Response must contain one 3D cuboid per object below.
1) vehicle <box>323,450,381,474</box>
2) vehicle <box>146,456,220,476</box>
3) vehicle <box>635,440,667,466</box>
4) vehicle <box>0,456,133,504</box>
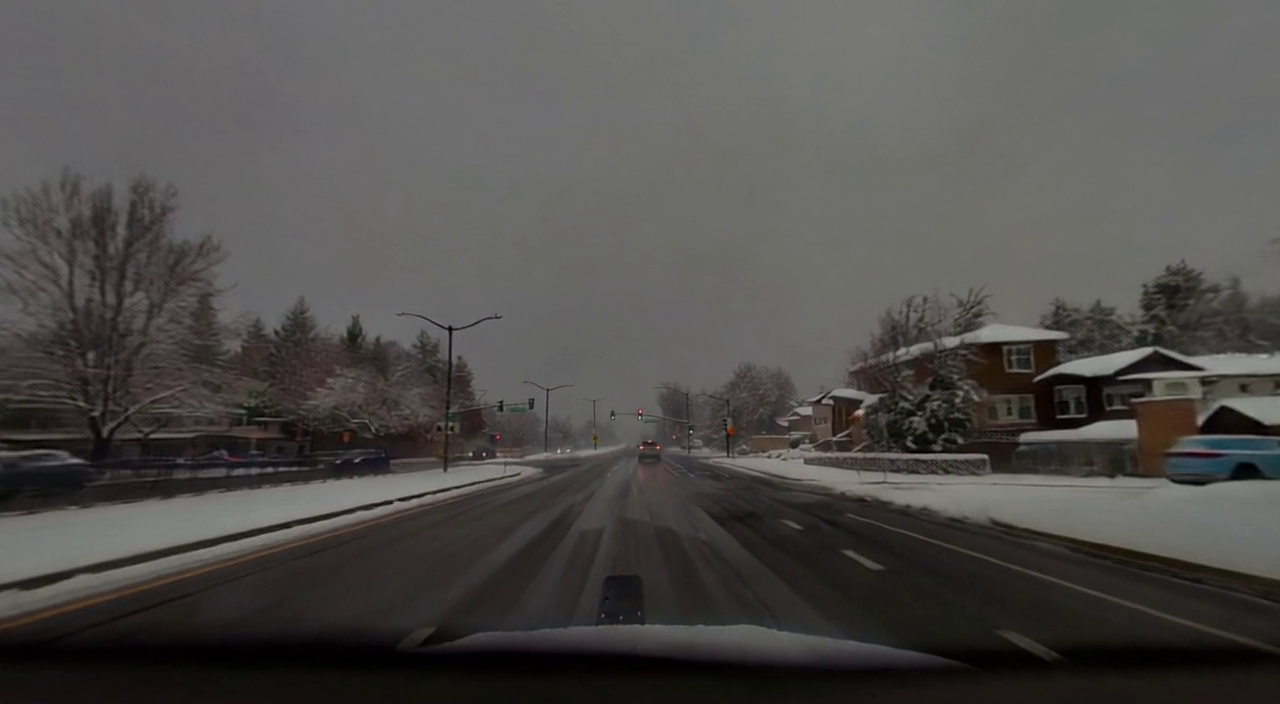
[{"bbox_3d":[-19.550,7.483,43.123,1.950,1.493,4.351,0,-9,-1],"label":"vehicle"},{"bbox_3d":[-35.428,8.817,49.084,1.779,1.357,4.291,-4,-9,23],"label":"vehicle"},{"bbox_3d":[0.786,7.745,48.597,2.273,1.851,5.075,0,-9,-1],"label":"vehicle"},{"bbox_3d":[-19.715,4.194,21.028,1.966,1.341,4.442,0,-9,0],"label":"vehicle"}]
